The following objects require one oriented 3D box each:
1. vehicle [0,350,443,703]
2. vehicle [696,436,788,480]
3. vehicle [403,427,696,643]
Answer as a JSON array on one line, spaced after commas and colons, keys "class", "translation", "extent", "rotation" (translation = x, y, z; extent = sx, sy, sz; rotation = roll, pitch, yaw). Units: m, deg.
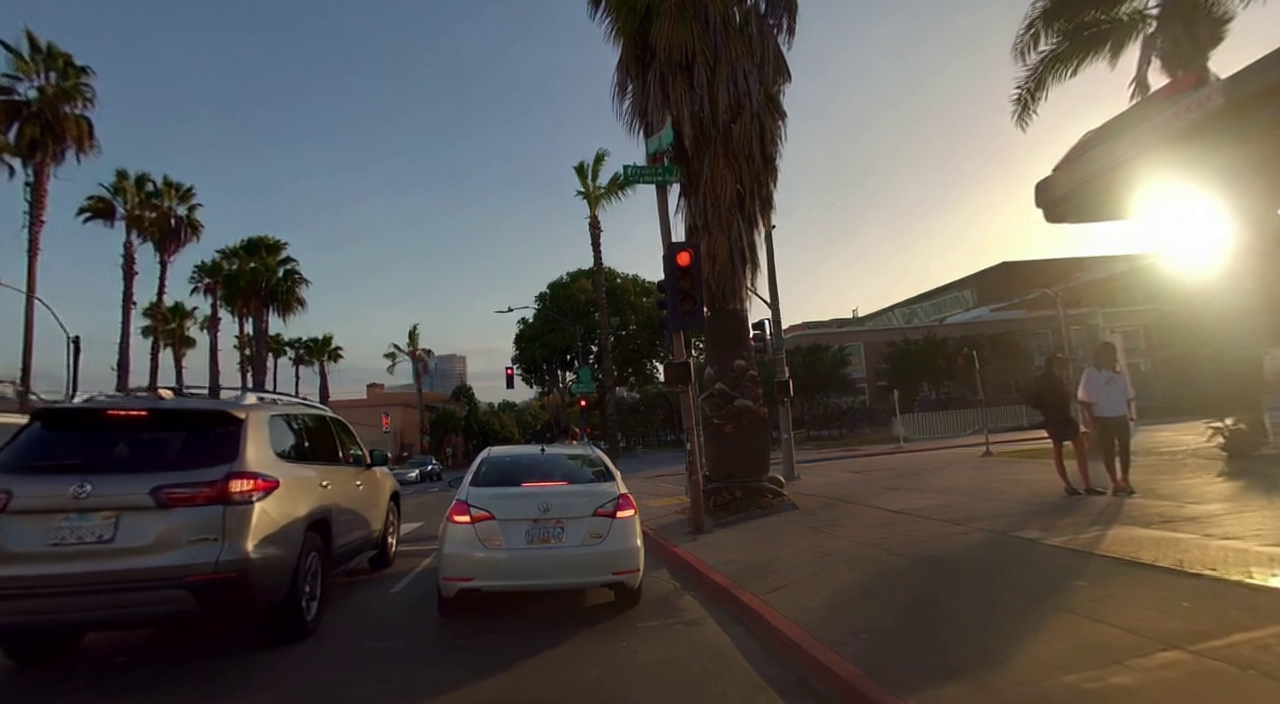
[{"class": "vehicle", "translation": [-3.146, 1.249, 5.279], "extent": [2.098, 1.851, 4.571], "rotation": [1, -9, -8]}, {"class": "vehicle", "translation": [5.091, 5.305, 31.756], "extent": [3.986, 1.636, 1.903], "rotation": [6, -2, -12]}, {"class": "vehicle", "translation": [-0.969, 1.607, 6.702], "extent": [2.065, 1.467, 4.289], "rotation": [1, -9, -10]}]
